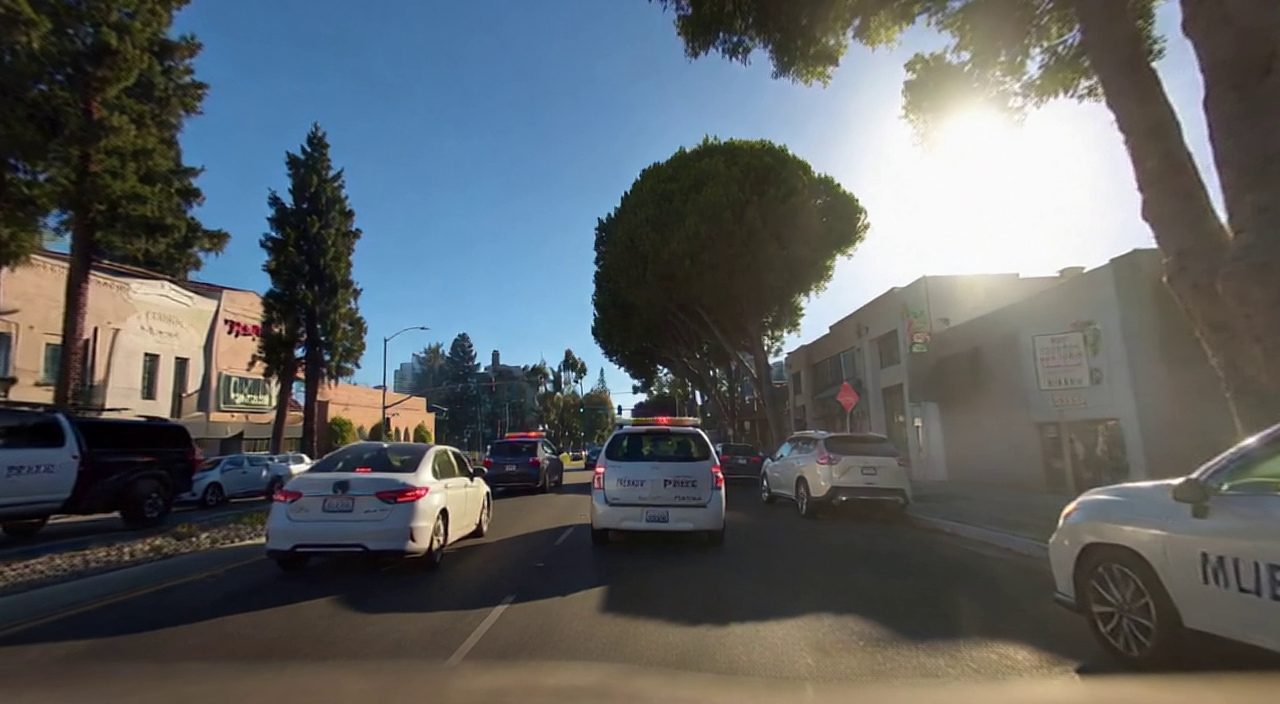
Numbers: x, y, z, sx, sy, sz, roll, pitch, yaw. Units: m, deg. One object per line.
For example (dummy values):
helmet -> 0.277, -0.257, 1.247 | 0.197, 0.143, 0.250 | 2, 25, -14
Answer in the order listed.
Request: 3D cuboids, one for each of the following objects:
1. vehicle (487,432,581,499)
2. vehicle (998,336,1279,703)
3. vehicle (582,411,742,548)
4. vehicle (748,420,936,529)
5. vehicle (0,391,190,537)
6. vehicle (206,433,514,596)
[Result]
vehicle -> -3.099, 3.446, 19.549 | 2.135, 1.806, 4.514 | 0, -9, 0
vehicle -> 4.049, 0.841, 2.724 | 1.987, 1.877, 5.330 | 0, -9, 2
vehicle -> 0.282, 1.968, 10.276 | 2.075, 1.770, 4.018 | 0, -9, 0
vehicle -> 4.048, 2.586, 13.989 | 2.038, 1.865, 5.786 | 1, -9, -3
vehicle -> -14.434, 2.396, 13.570 | 2.646, 2.977, 9.228 | -1, -7, 1
vehicle -> -2.987, 1.806, 7.941 | 1.908, 1.474, 4.257 | 0, -9, 0
